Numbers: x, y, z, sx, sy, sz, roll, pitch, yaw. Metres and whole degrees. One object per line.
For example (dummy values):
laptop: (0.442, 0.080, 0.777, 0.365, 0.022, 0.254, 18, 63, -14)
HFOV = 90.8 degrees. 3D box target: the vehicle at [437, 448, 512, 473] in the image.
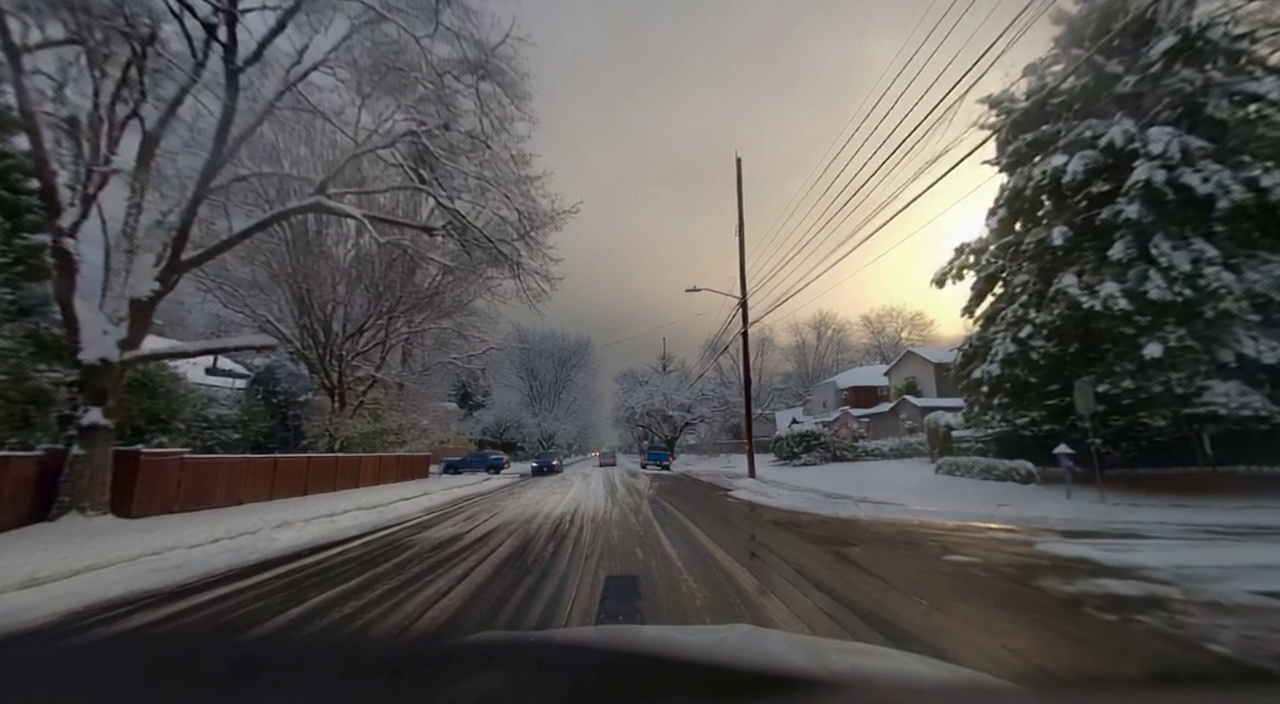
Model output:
vehicle: (-12.158, 7.996, 46.645, 4.947, 1.769, 2.023, 0, -8, -2)

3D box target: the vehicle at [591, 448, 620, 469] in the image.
vehicle: (-2.555, 7.852, 46.762, 2.064, 1.477, 3.968, 0, -8, -3)

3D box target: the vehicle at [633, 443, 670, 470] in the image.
vehicle: (0.776, 7.922, 48.292, 2.394, 1.901, 5.759, 0, -8, -4)

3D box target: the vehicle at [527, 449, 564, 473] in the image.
vehicle: (-6.326, 7.358, 42.811, 1.926, 1.513, 4.236, 0, -8, -1)
